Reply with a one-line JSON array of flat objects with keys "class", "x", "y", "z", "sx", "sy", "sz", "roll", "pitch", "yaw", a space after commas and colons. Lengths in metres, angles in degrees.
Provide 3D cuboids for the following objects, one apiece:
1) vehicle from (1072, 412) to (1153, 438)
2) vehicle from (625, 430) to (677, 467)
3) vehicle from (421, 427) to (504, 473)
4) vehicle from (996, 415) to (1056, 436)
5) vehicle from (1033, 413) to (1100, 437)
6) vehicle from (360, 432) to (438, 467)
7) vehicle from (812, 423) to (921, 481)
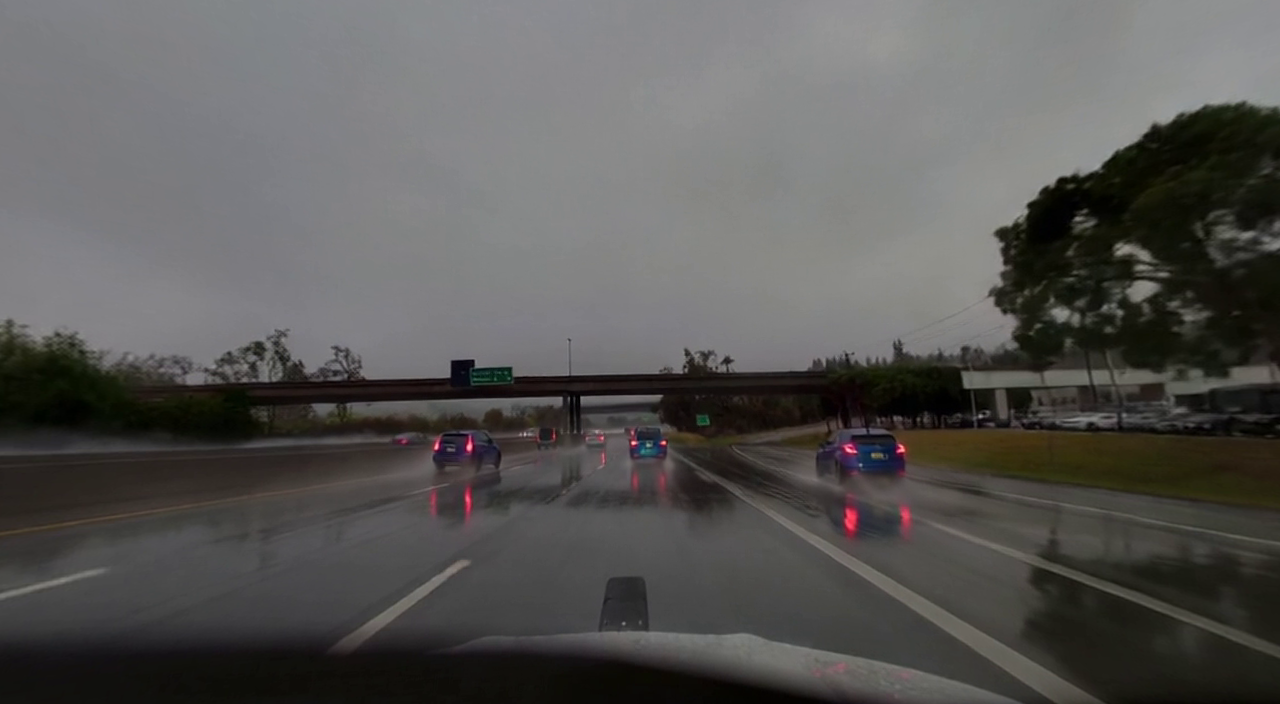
[{"class": "vehicle", "x": 28.902, "y": 4.523, "z": 38.759, "sx": 1.797, "sy": 1.435, "sz": 4.566, "roll": -1, "pitch": -9, "yaw": 6}, {"class": "vehicle", "x": 0.442, "y": 4.320, "z": 28.239, "sx": 2.145, "sy": 1.493, "sz": 4.146, "roll": 0, "pitch": -9, "yaw": 0}, {"class": "vehicle", "x": -7.121, "y": 3.984, "z": 25.765, "sx": 2.067, "sy": 1.682, "sz": 4.388, "roll": 0, "pitch": -9, "yaw": 0}, {"class": "vehicle", "x": 30.255, "y": 5.827, "z": 49.662, "sx": 1.926, "sy": 1.468, "sz": 5.111, "roll": -1, "pitch": -9, "yaw": 6}, {"class": "vehicle", "x": 29.679, "y": 5.139, "z": 44.088, "sx": 1.842, "sy": 1.460, "sz": 4.810, "roll": -1, "pitch": -9, "yaw": 8}, {"class": "vehicle", "x": -11.358, "y": 4.647, "z": 30.125, "sx": 1.858, "sy": 1.491, "sz": 4.734, "roll": 0, "pitch": -9, "yaw": 0}, {"class": "vehicle", "x": 7.212, "y": 3.253, "z": 20.695, "sx": 2.095, "sy": 1.674, "sz": 4.530, "roll": 0, "pitch": -9, "yaw": 3}]
